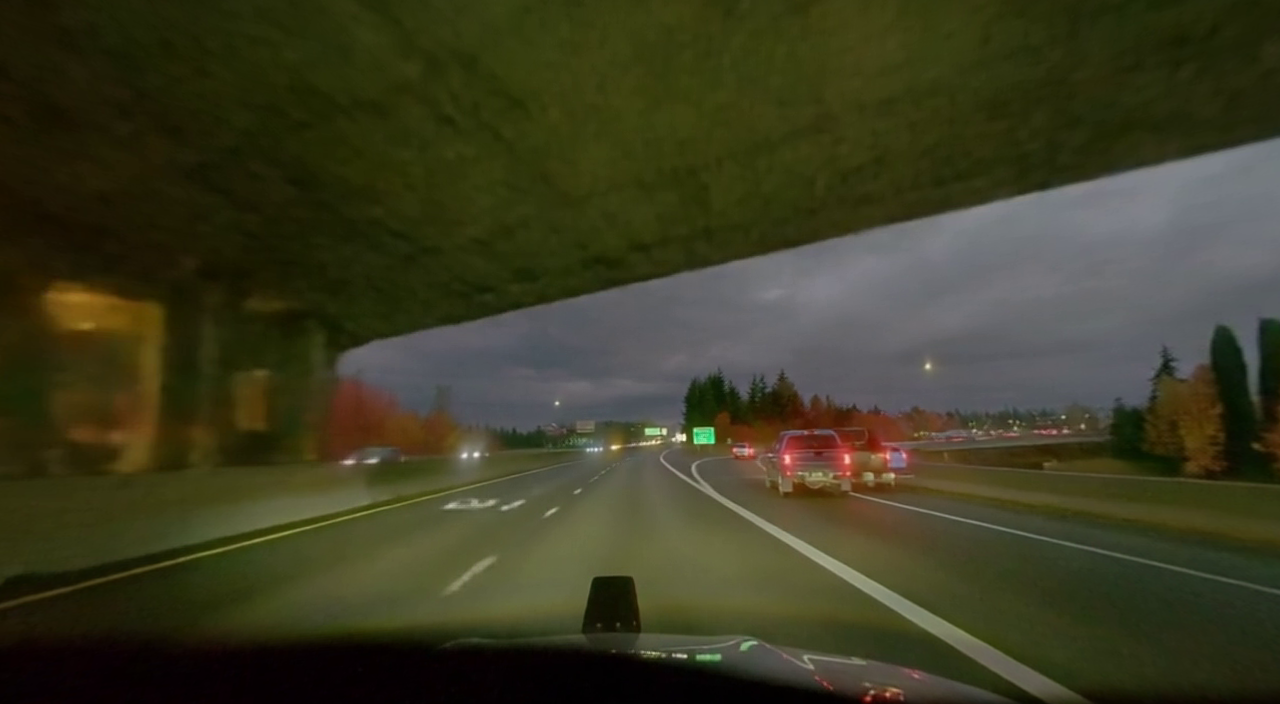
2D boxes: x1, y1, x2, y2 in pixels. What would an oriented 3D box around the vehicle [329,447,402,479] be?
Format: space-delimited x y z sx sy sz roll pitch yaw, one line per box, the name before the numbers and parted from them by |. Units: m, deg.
vehicle | -15.821 6.398 36.449 1.965 1.670 4.881 -1 -9 1
